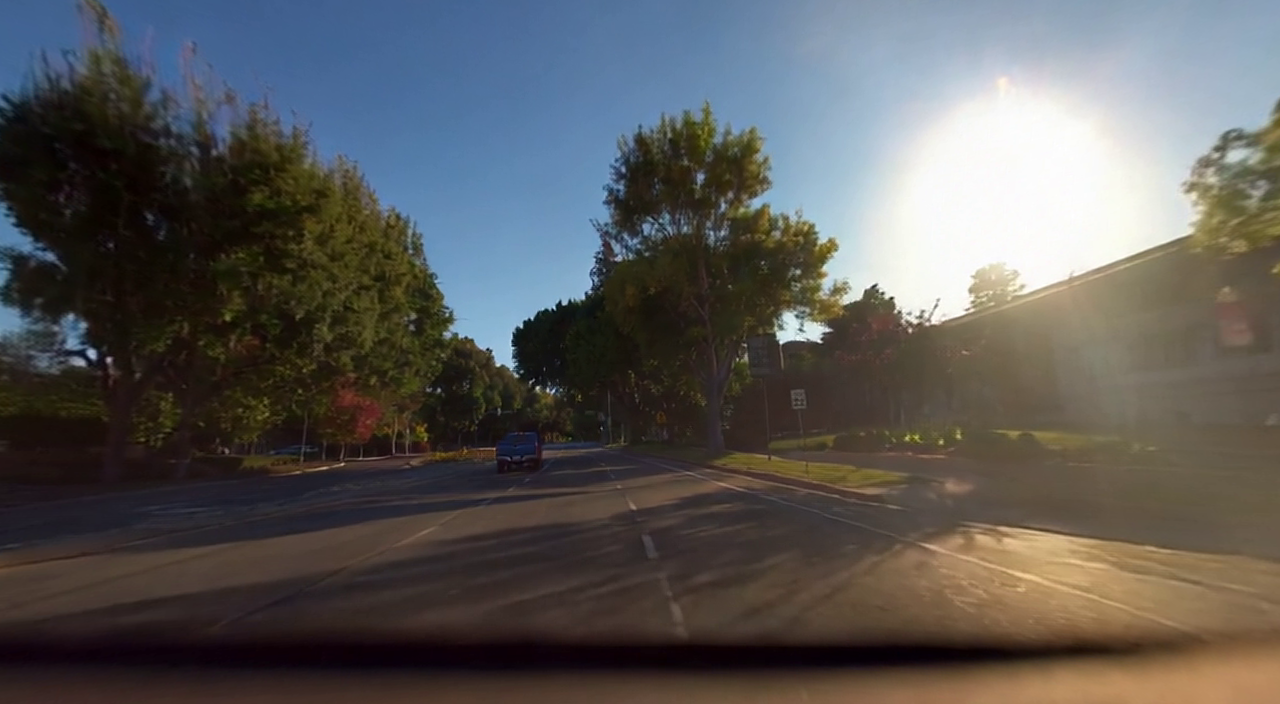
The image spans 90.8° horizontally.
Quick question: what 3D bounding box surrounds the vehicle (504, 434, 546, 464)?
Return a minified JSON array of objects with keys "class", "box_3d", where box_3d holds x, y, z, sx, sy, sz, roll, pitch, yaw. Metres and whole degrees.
[{"class":"vehicle","box_3d":[-7.704,6.589,42.948,2.267,1.849,6.402,0,-8,-5]}]
